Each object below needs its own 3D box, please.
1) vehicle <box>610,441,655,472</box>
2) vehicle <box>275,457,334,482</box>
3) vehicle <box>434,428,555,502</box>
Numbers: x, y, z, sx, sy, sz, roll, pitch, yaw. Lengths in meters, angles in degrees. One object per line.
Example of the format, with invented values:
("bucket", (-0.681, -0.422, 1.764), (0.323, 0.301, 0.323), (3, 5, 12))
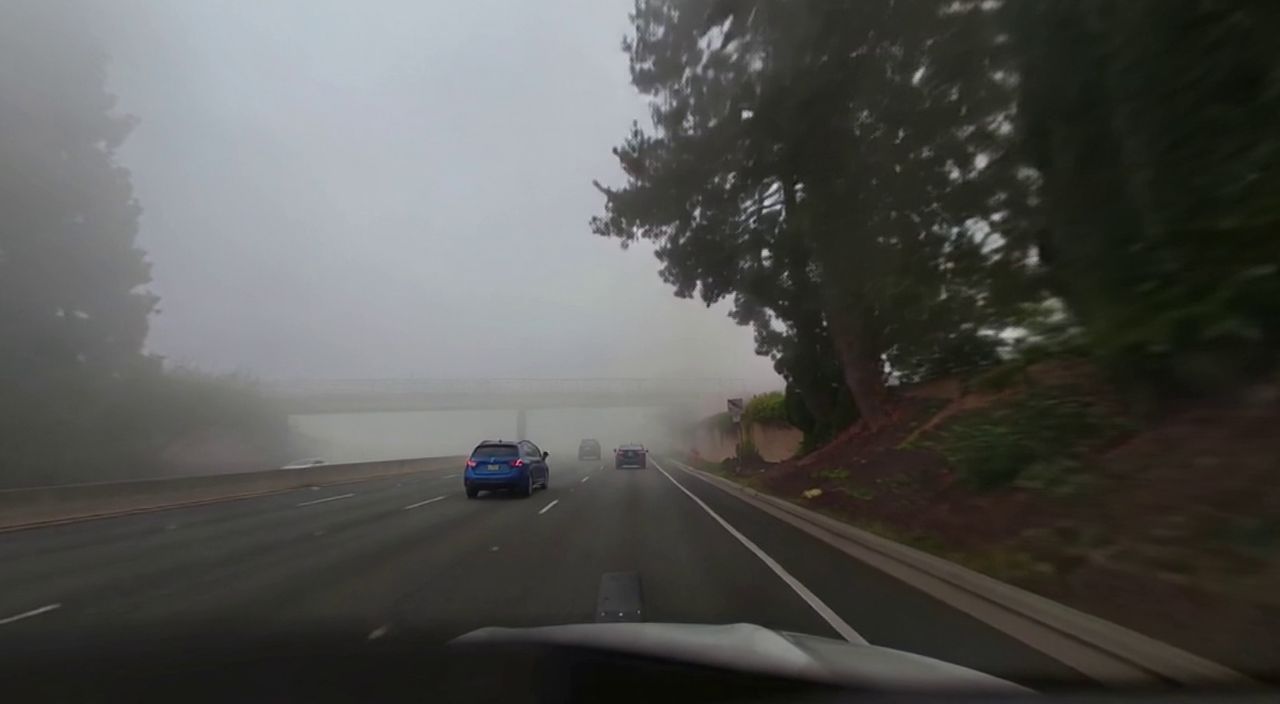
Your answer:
("vehicle", (-0.416, 5.467, 33.254), (2.205, 1.509, 4.272), (0, -9, -1))
("vehicle", (-24.794, 8.681, 46.822), (1.854, 1.645, 4.522), (0, -9, 0))
("vehicle", (-3.845, 3.101, 17.697), (2.223, 1.771, 4.581), (0, -9, 1))
